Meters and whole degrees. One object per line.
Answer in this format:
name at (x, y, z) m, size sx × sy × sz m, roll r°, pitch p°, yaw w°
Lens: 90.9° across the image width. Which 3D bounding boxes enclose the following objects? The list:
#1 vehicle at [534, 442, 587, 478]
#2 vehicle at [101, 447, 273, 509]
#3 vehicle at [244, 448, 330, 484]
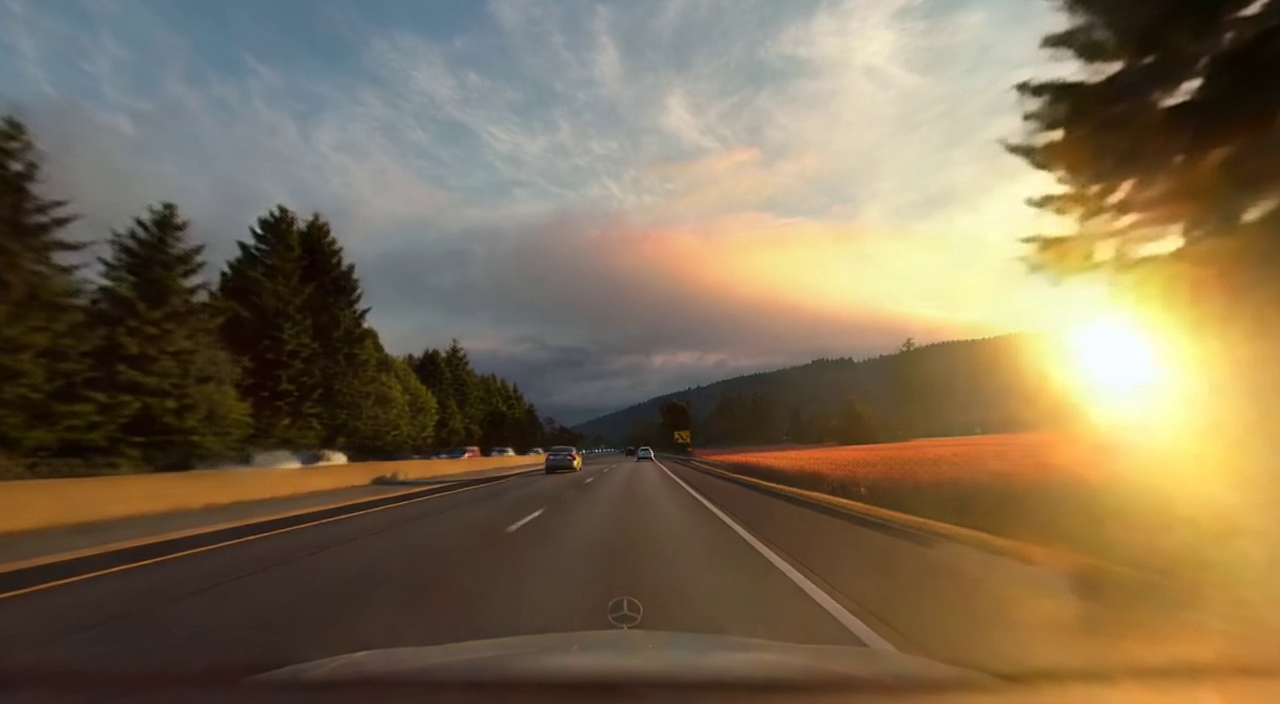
vehicle at (-4.005, 5.539, 32.518) m, size 2.095 × 1.664 × 4.305 m, roll 0°, pitch -9°, yaw 1°
vehicle at (-12.672, 3.515, 18.036) m, size 1.857 × 1.533 × 4.082 m, roll 0°, pitch -9°, yaw 0°
vehicle at (-16.891, 5.463, 30.389) m, size 1.825 × 1.578 × 4.022 m, roll 0°, pitch -9°, yaw 0°
